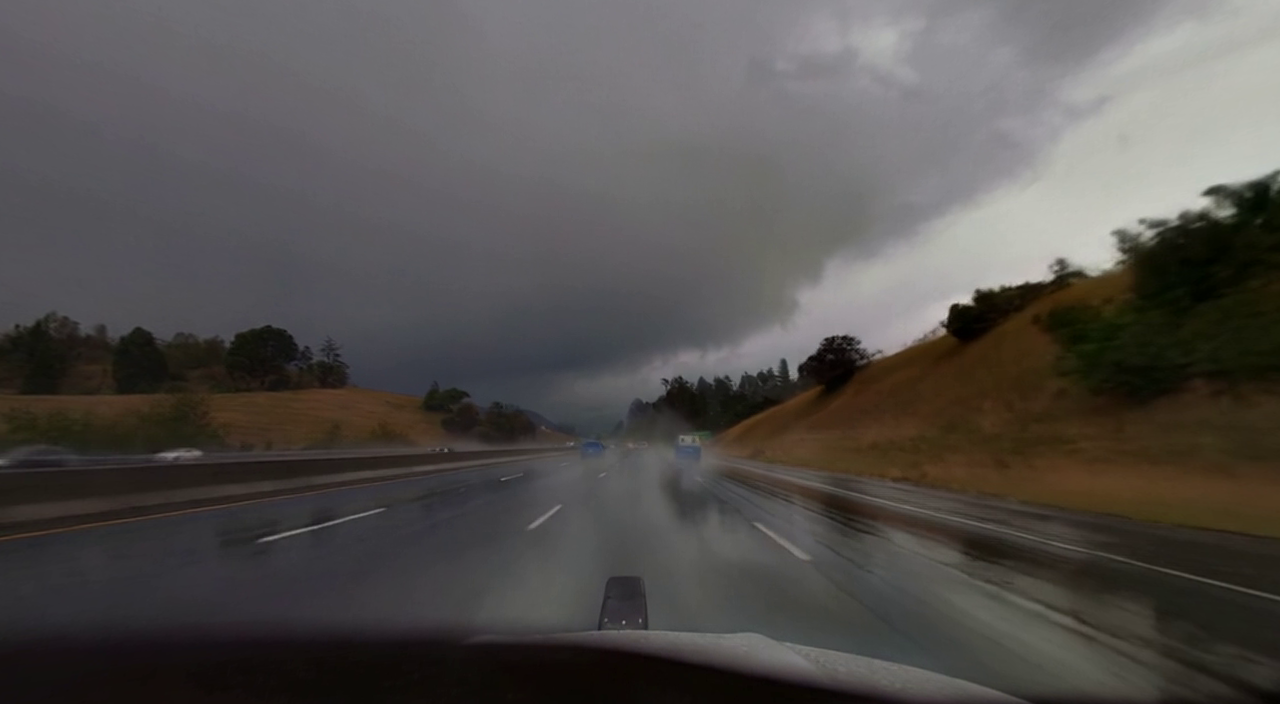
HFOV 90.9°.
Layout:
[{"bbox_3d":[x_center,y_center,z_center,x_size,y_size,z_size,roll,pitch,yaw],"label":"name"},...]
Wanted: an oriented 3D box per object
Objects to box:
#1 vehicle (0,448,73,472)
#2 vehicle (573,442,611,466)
[{"bbox_3d":[-38.870,6.757,39.684,1.922,1.371,4.805,0,-8,0],"label":"vehicle"},{"bbox_3d":[-3.244,7.027,43.770,2.159,1.562,4.441,0,-8,1],"label":"vehicle"}]
